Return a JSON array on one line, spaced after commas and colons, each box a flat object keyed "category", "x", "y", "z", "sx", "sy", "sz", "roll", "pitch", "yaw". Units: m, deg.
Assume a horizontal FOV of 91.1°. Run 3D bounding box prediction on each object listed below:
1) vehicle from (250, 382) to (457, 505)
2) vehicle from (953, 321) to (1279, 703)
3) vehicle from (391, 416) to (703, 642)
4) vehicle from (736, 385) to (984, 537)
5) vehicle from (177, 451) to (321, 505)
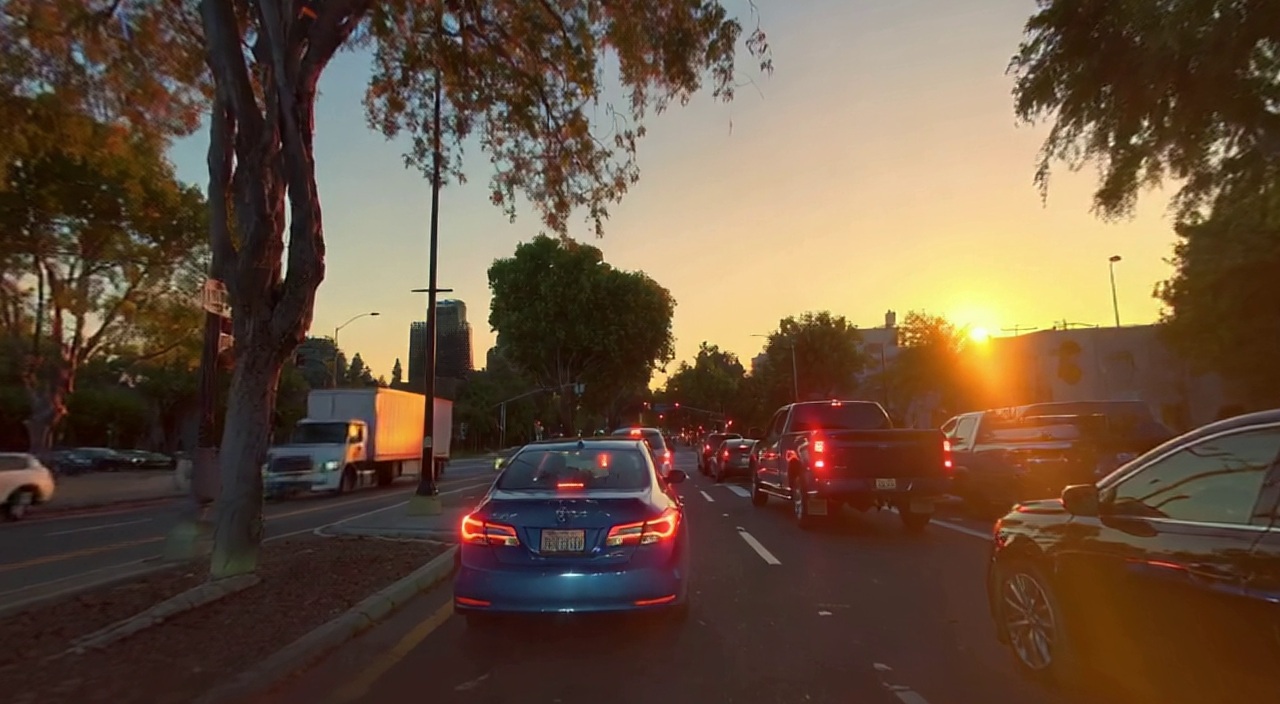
[{"category": "vehicle", "x": -8.880, "y": 3.059, "z": 21.038, "sx": 2.931, "sy": 3.265, "sz": 8.387, "roll": 0, "pitch": -9, "yaw": 0}, {"category": "vehicle", "x": 3.157, "y": 0.751, "z": 2.066, "sx": 1.982, "sy": 1.709, "sz": 4.427, "roll": 0, "pitch": -9, "yaw": 1}, {"category": "vehicle", "x": -0.581, "y": 1.499, "z": 6.327, "sx": 2.111, "sy": 1.506, "sz": 4.018, "roll": 0, "pitch": -9, "yaw": 2}, {"category": "vehicle", "x": 3.515, "y": 1.945, "z": 11.689, "sx": 2.444, "sy": 2.098, "sz": 5.766, "roll": 0, "pitch": -8, "yaw": -1}, {"category": "vehicle", "x": -12.614, "y": 4.060, "z": 20.634, "sx": 2.055, "sy": 1.524, "sz": 4.074, "roll": 0, "pitch": -9, "yaw": 1}]
